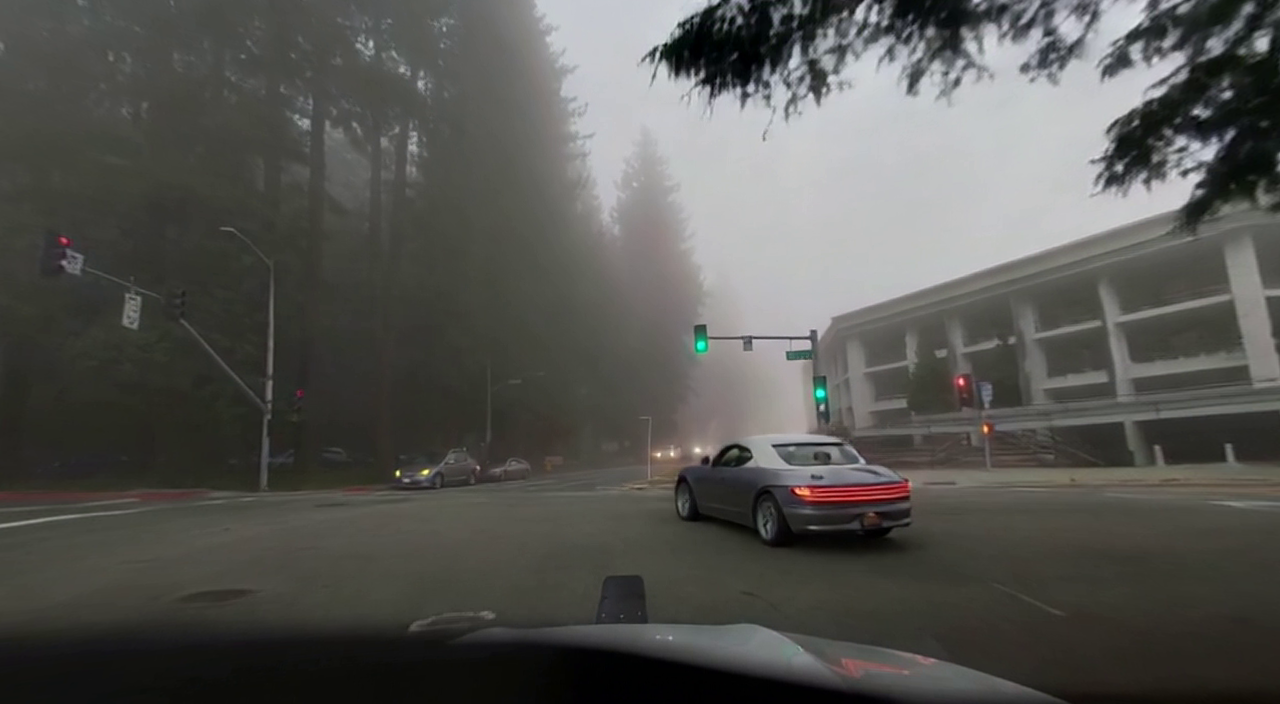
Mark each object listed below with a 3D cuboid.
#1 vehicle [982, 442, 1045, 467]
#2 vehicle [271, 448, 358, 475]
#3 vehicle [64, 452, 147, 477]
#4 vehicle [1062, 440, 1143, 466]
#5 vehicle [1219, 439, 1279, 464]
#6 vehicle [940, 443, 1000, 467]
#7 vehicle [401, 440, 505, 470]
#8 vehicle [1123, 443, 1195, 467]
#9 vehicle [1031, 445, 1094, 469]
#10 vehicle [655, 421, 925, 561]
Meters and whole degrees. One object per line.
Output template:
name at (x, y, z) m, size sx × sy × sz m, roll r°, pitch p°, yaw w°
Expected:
vehicle at (23.579, 6.447, 40.024) m, size 1.997 × 1.495 × 3.504 m, roll 0°, pitch -8°, yaw 5°
vehicle at (-19.359, 6.494, 37.658) m, size 4.207 × 1.508 × 1.875 m, roll -1°, pitch -8°, yaw 5°
vehicle at (-33.871, 7.117, 40.191) m, size 1.709 × 1.410 × 3.945 m, roll 0°, pitch -8°, yaw 2°
vehicle at (28.552, 6.255, 39.199) m, size 2.039 × 1.501 × 4.231 m, roll 0°, pitch -8°, yaw 5°
vehicle at (37.332, 6.021, 38.032) m, size 1.649 × 1.463 × 3.507 m, roll 0°, pitch -10°, yaw 3°
vehicle at (20.673, 6.450, 39.765) m, size 1.970 × 1.449 × 3.604 m, roll 0°, pitch -8°, yaw 4°
vehicle at (-12.074, 6.636, 40.971) m, size 6.021 × 1.868 × 2.172 m, roll 0°, pitch -8°, yaw 3°
vehicle at (31.627, 6.241, 38.586) m, size 1.746 × 1.391 × 3.360 m, roll -1°, pitch -8°, yaw 7°
vehicle at (26.230, 6.500, 39.319) m, size 1.817 × 1.361 × 3.253 m, roll 0°, pitch -8°, yaw 4°
vehicle at (1.839, 1.873, 9.367) m, size 1.903 × 1.529 × 4.254 m, roll 3°, pitch -9°, yaw -18°
